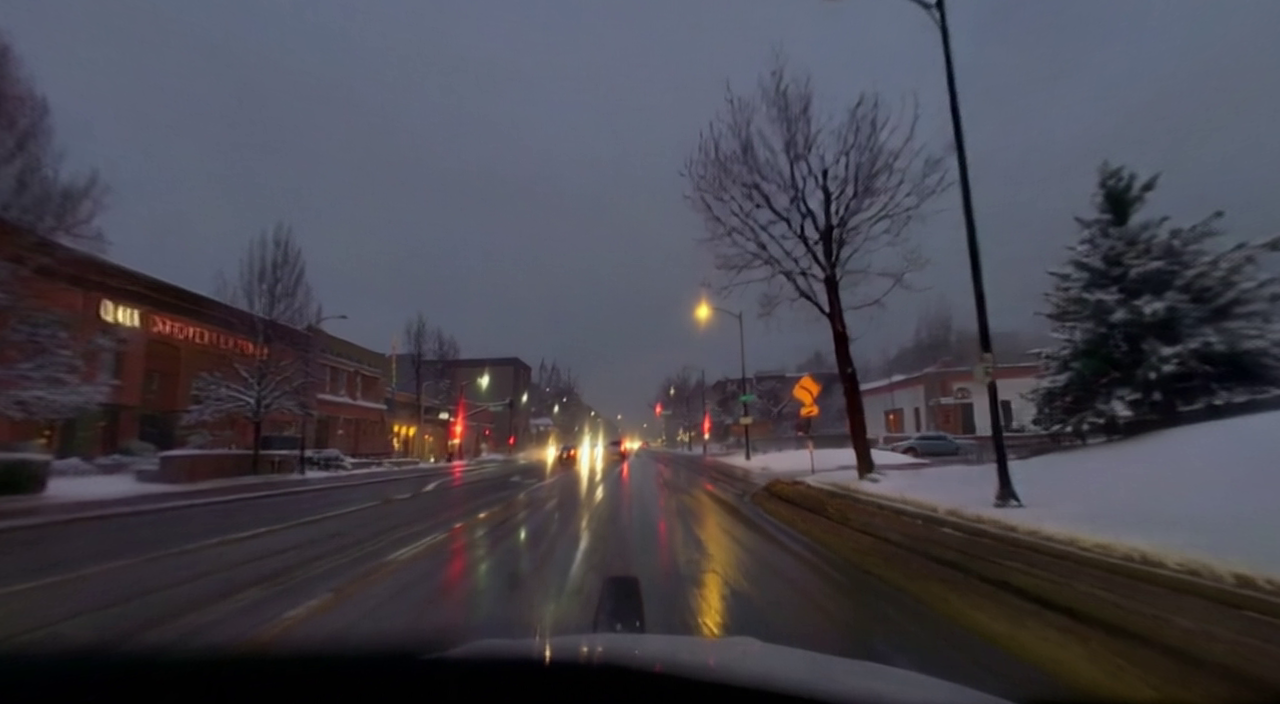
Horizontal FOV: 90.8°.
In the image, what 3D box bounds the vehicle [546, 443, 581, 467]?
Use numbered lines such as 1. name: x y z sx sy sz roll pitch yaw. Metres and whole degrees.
1. vehicle: -5.299 7.201 44.244 1.889 1.572 3.599 0 -8 1
